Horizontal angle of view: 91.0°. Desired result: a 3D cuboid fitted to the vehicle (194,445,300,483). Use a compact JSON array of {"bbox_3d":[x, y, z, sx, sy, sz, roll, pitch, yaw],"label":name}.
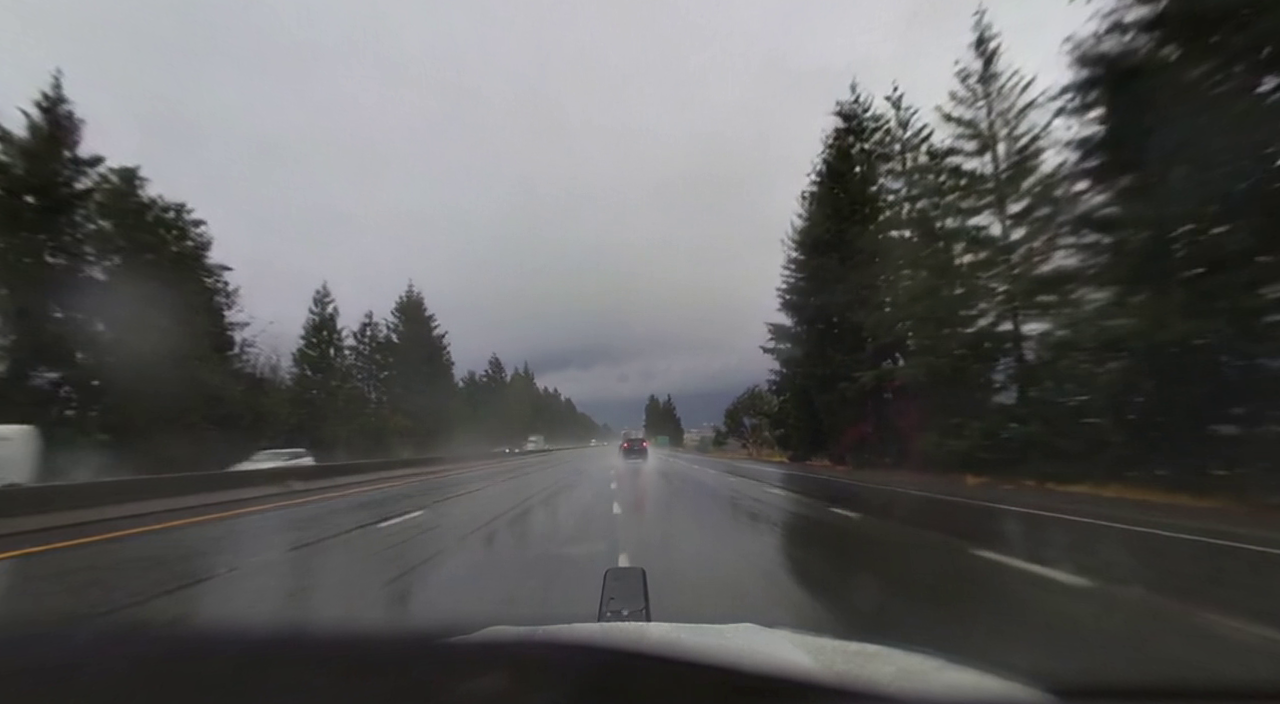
[{"bbox_3d":[-17.267,4.910,27.962,1.931,1.535,4.492,0,-8,-2],"label":"vehicle"}]
